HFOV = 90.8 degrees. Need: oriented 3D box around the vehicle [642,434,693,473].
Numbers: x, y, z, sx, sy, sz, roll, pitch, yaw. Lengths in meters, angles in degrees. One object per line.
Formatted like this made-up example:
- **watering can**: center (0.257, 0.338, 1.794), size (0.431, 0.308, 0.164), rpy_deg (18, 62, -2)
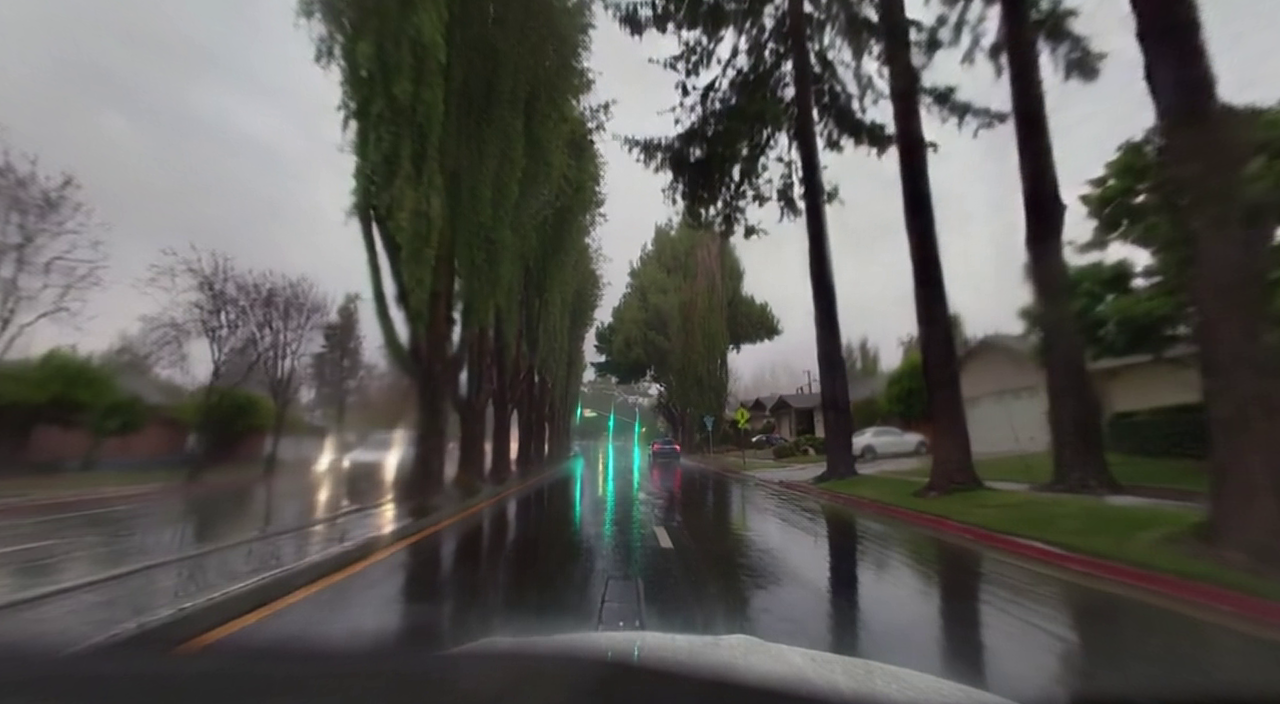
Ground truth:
- **vehicle**: center (1.234, 4.860, 30.326), size (1.990, 1.707, 4.225), rpy_deg (0, -8, -4)
